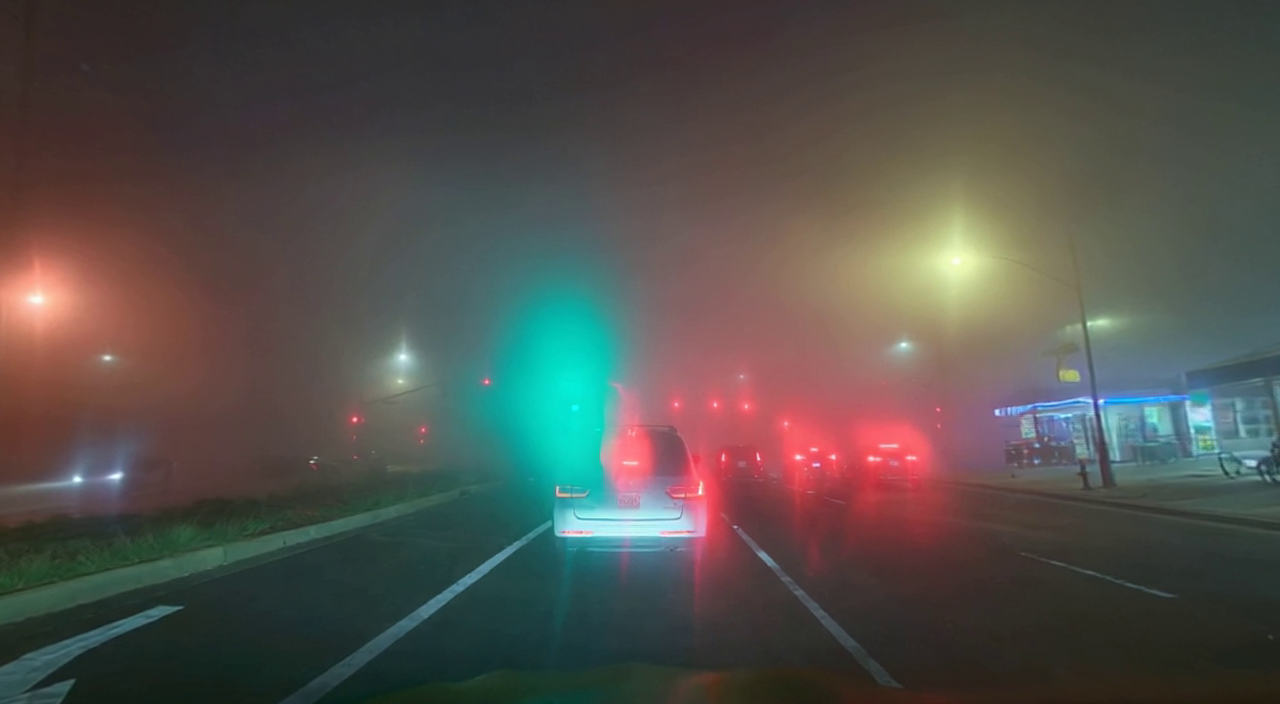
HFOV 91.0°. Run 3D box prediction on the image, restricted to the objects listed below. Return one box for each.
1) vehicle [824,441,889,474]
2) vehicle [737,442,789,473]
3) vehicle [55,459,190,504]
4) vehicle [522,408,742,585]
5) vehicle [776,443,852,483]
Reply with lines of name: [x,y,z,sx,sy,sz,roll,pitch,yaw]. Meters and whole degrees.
vehicle: [11.383,5.555,33.369,2.081,1.651,4.432,-1,-9,3]
vehicle: [6.270,5.455,32.642,1.961,1.477,4.454,0,-9,2]
vehicle: [-19.659,4.894,24.207,1.969,1.458,4.300,1,-9,-9]
vehicle: [-0.059,1.694,8.125,2.115,1.700,3.901,0,-8,1]
vehicle: [6.858,4.380,25.249,1.833,1.452,4.237,0,-9,0]
